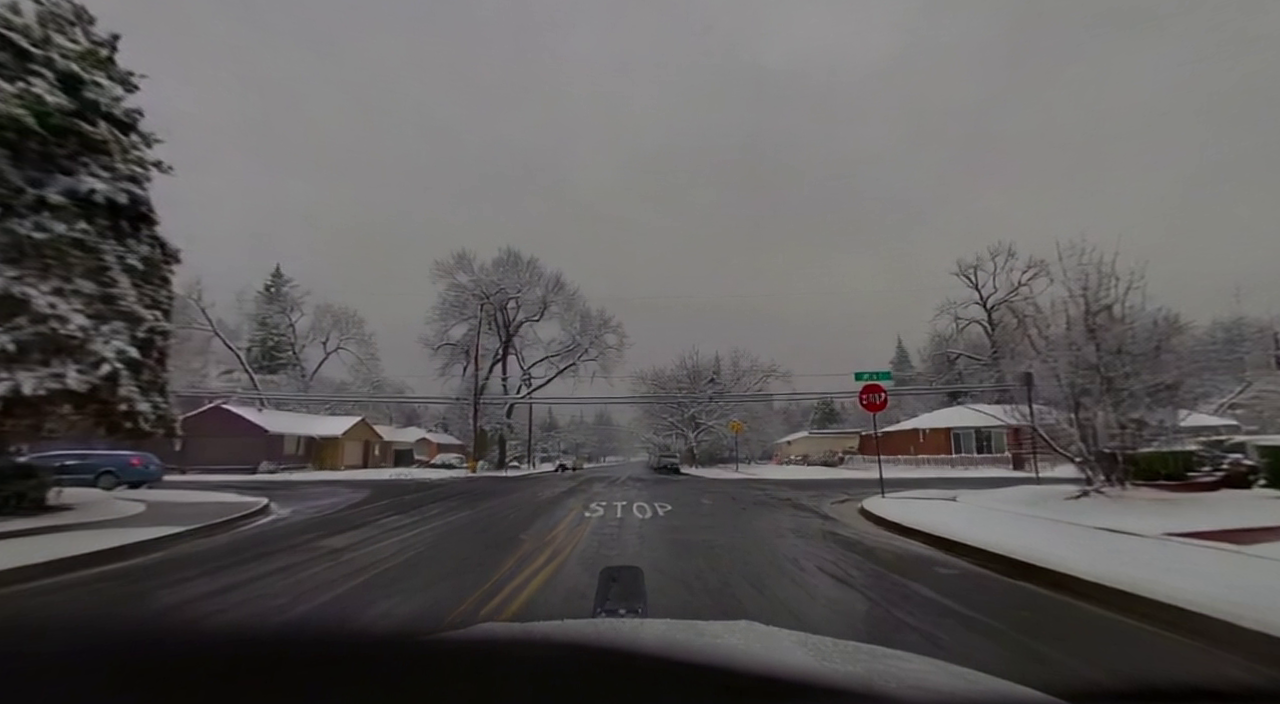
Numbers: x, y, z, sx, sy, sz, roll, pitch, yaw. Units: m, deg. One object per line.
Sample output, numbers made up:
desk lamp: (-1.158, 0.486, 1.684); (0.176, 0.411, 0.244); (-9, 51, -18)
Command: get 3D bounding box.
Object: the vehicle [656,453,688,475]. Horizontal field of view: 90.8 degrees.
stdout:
vehicle: (2.254, 7.974, 45.301); (2.046, 1.465, 3.940); (0, -9, -1)
